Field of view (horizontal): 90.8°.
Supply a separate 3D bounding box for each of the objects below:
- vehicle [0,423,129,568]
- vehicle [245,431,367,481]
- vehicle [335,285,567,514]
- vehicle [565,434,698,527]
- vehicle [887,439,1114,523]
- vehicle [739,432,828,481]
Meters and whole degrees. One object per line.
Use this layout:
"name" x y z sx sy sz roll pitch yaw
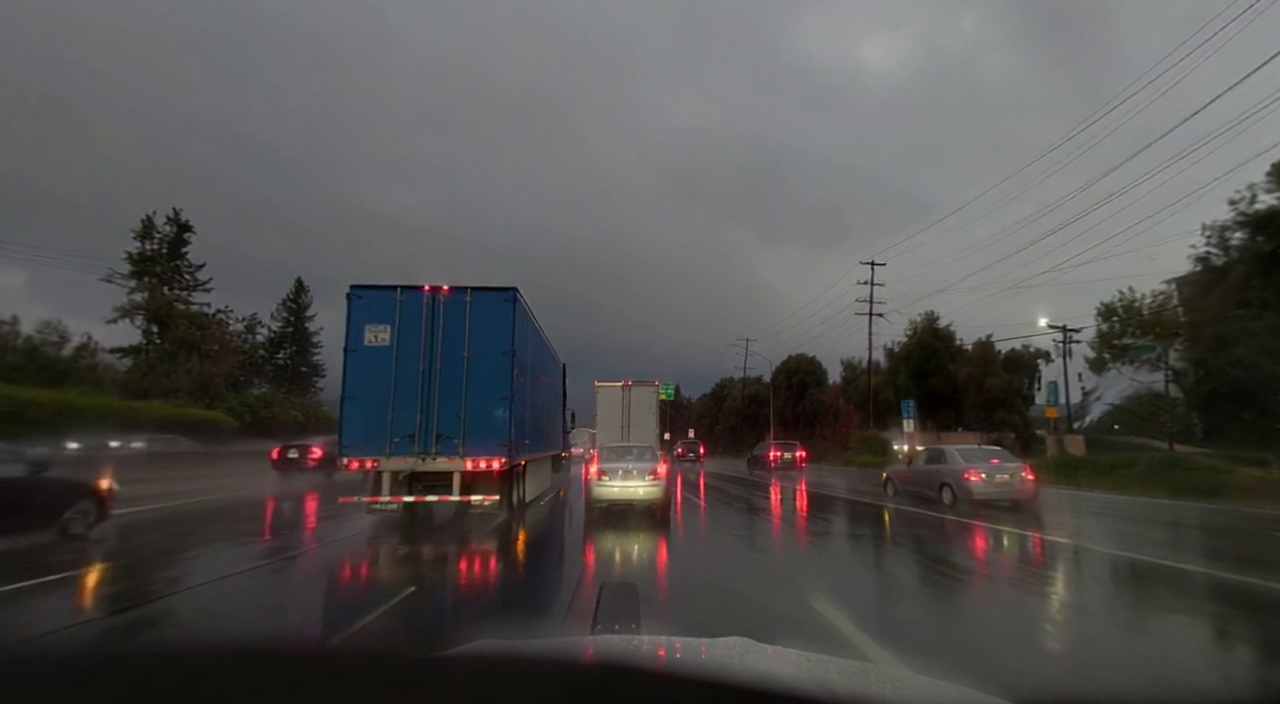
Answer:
"vehicle" -7.719 1.387 5.840 2.016 1.503 4.785 0 -9 -1
"vehicle" -12.455 3.924 24.008 2.148 1.678 4.851 0 -9 -3
"vehicle" -4.510 2.208 20.756 3.150 4.298 17.928 1 -9 -3
"vehicle" -0.227 2.358 12.131 2.112 1.463 4.012 0 -9 -3
"vehicle" 7.024 2.528 12.957 1.878 1.406 4.164 1 -9 -6
"vehicle" 5.352 3.980 24.199 2.023 1.676 4.002 1 -9 -7
